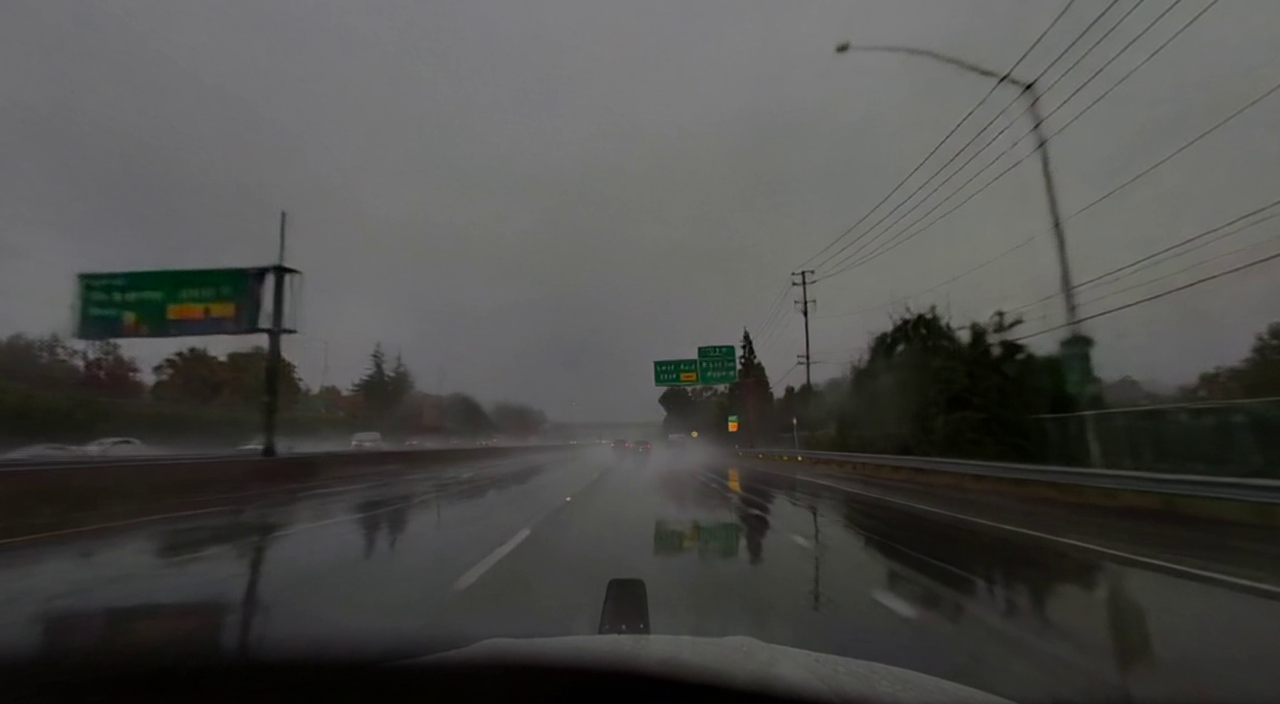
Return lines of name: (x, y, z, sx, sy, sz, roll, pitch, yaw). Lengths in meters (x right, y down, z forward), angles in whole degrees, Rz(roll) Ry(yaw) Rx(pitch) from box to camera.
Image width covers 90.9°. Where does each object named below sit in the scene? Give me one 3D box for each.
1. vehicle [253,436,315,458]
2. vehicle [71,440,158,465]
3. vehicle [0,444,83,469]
vehicle: (-26.319, 7.047, 46.815, 1.830, 1.510, 4.710, 0, -8, 0)
vehicle: (-34.083, 6.539, 41.073, 1.776, 1.526, 4.442, 0, -8, 0)
vehicle: (-38.081, 6.559, 39.750, 1.781, 1.481, 4.520, 0, -8, 0)
